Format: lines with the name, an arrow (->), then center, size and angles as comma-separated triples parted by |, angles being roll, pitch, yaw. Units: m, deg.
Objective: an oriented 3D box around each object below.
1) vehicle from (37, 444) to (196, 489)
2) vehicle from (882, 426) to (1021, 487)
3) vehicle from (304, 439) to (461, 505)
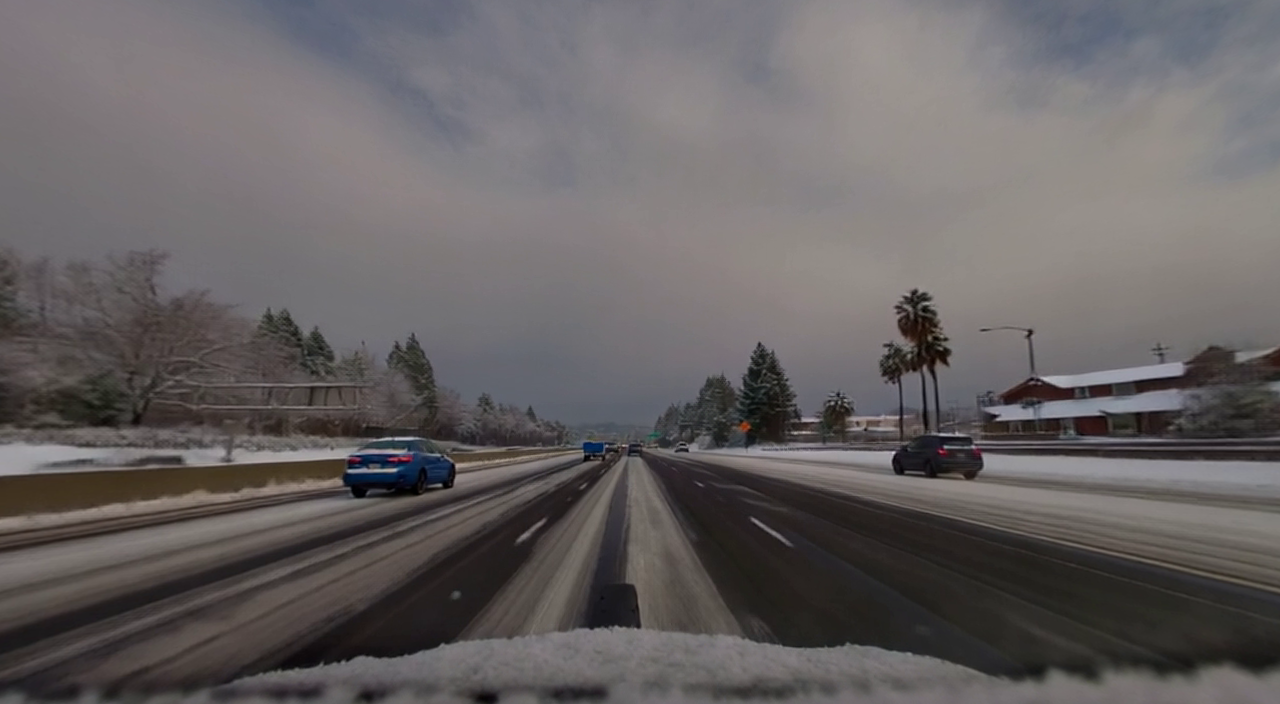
vehicle -> -21.311, 4.663, 26.104 | 2.040, 1.625, 5.272 | 0, -9, 0
vehicle -> 10.115, 3.450, 21.017 | 2.168, 1.792, 4.457 | 0, -9, -3
vehicle -> -6.535, 3.100, 16.811 | 2.018, 1.480, 4.999 | 0, -9, 1
